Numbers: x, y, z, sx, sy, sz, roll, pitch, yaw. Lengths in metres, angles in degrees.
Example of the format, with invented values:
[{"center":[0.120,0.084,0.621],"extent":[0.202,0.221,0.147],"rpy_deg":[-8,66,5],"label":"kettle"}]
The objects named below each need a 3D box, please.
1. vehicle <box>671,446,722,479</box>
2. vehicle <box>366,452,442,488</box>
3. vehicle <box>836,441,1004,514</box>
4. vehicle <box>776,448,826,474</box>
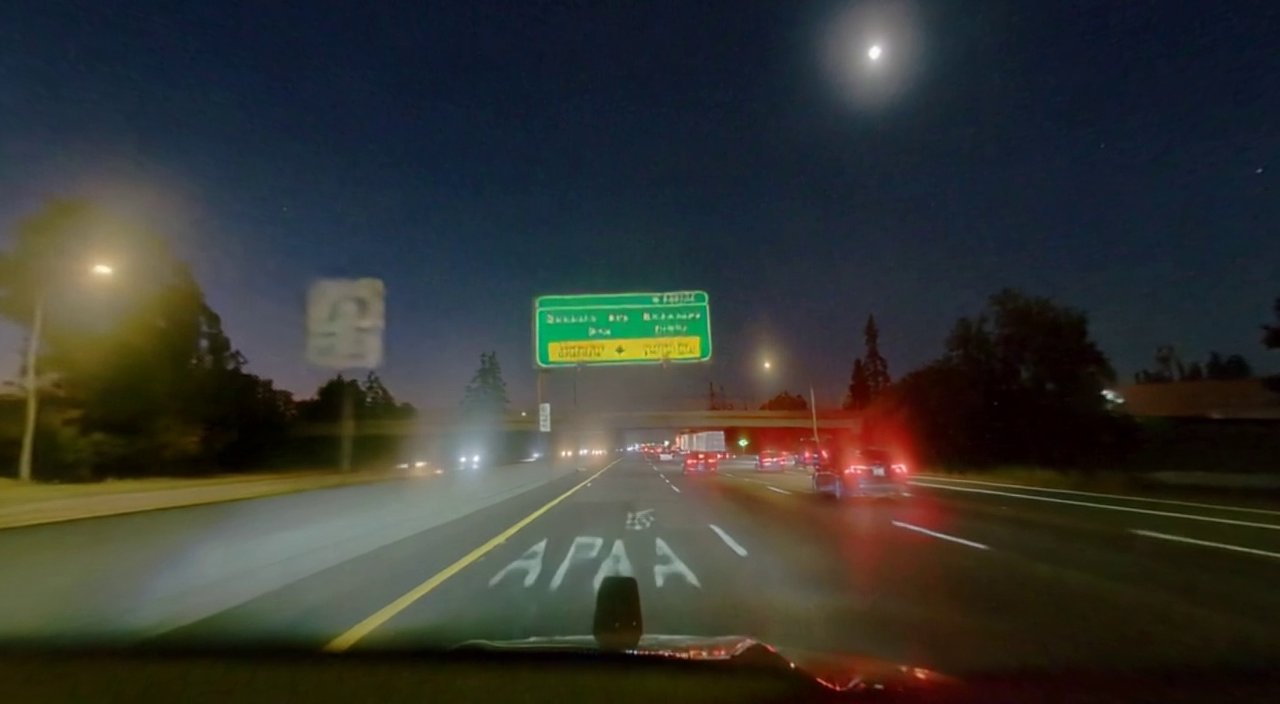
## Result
[{"center":[2.795,5.594,32.192],"extent":[1.993,1.507,4.594],"rpy_deg":[0,-9,-2],"label":"vehicle"},{"center":[-10.506,5.278,28.490],"extent":[1.836,1.464,4.041],"rpy_deg":[0,-9,1],"label":"vehicle"},{"center":[6.560,2.974,15.485],"extent":[1.952,1.489,4.483],"rpy_deg":[0,-9,-2],"label":"vehicle"},{"center":[9.752,6.614,38.578],"extent":[1.838,1.440,4.121],"rpy_deg":[0,-9,-2],"label":"vehicle"}]
